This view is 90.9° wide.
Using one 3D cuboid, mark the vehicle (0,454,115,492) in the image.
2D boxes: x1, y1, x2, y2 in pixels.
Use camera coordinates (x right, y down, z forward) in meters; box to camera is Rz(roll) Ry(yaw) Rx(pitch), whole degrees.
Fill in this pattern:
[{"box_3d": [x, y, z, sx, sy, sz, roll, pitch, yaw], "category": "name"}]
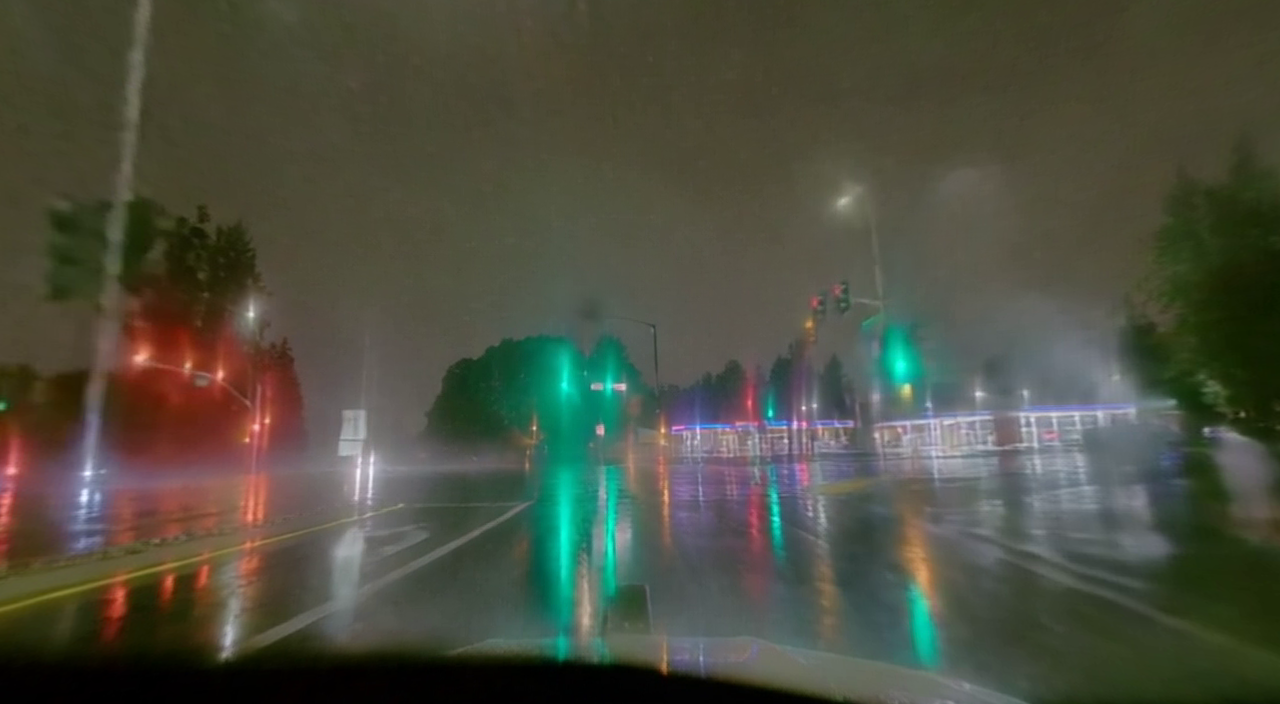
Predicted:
[{"box_3d": [-28.419, 5.858, 30.585, 4.559, 1.608, 1.961, -3, -7, 10], "category": "vehicle"}]
